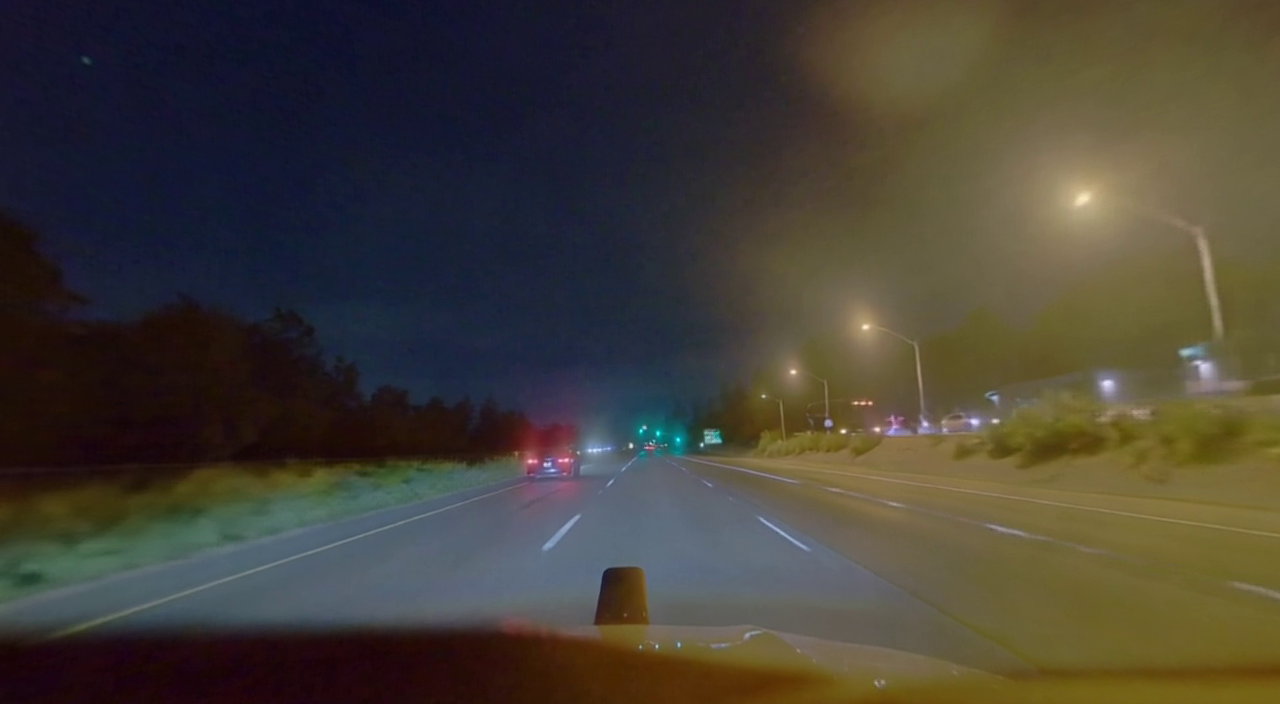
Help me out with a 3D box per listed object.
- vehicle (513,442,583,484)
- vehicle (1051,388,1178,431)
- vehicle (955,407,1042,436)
[{"bbox_3d":[-3.553,4.381,25.305,2.021,1.526,4.385,0,-8,2],"label":"vehicle"},{"bbox_3d":[21.898,2.722,29.323,4.214,1.476,1.936,-7,-14,24],"label":"vehicle"},{"bbox_3d":[21.872,4.322,38.687,4.449,1.608,1.973,-4,-10,27],"label":"vehicle"}]
